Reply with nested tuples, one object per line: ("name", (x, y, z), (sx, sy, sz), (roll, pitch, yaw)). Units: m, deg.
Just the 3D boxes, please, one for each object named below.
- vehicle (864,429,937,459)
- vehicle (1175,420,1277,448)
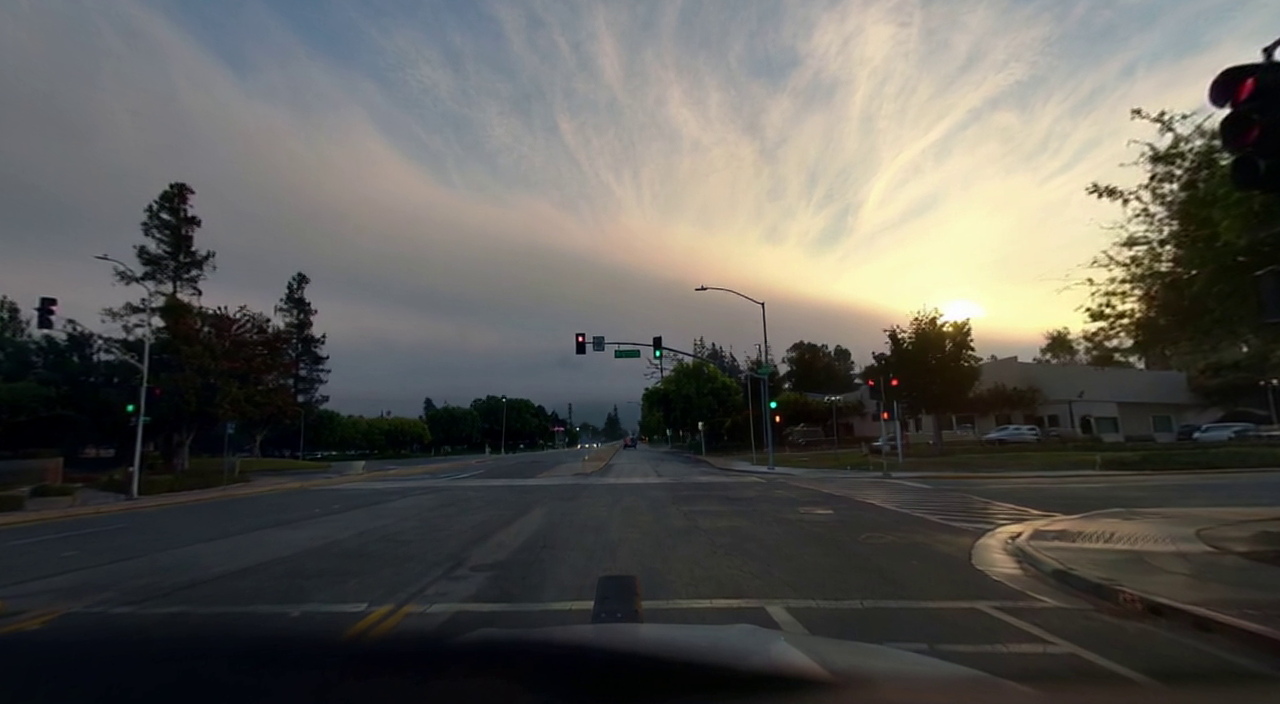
("vehicle", (14.959, 5.335, 36.573), (1.959, 1.471, 4.570), (-4, -8, -5))
("vehicle", (34.096, 4.818, 36.939), (1.832, 1.521, 4.266), (0, -9, 0))
